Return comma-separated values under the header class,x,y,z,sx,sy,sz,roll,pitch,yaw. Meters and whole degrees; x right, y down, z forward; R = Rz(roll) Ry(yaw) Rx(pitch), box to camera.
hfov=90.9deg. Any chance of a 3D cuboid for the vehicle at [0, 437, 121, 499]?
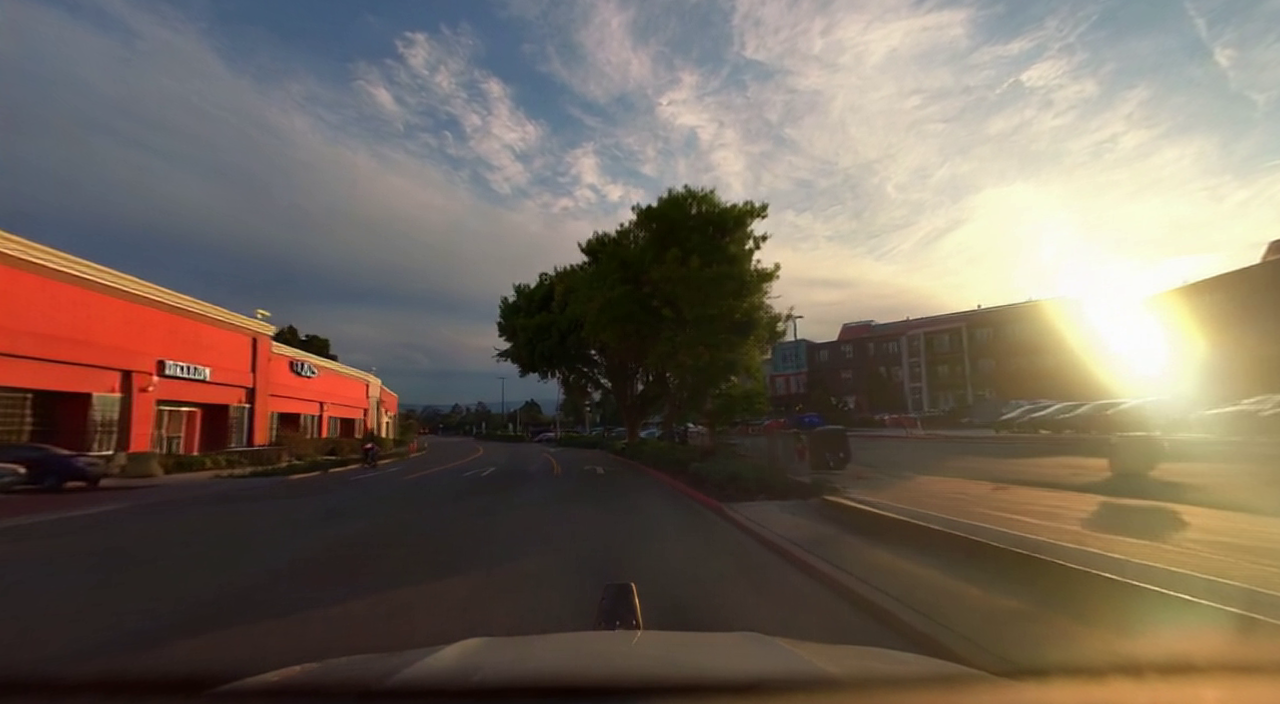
class,x,y,z,sx,sy,sz,roll,pitch,yaw
vehicle,-16.526,3.214,17.854,1.778,1.584,2.802,2,-8,-18
